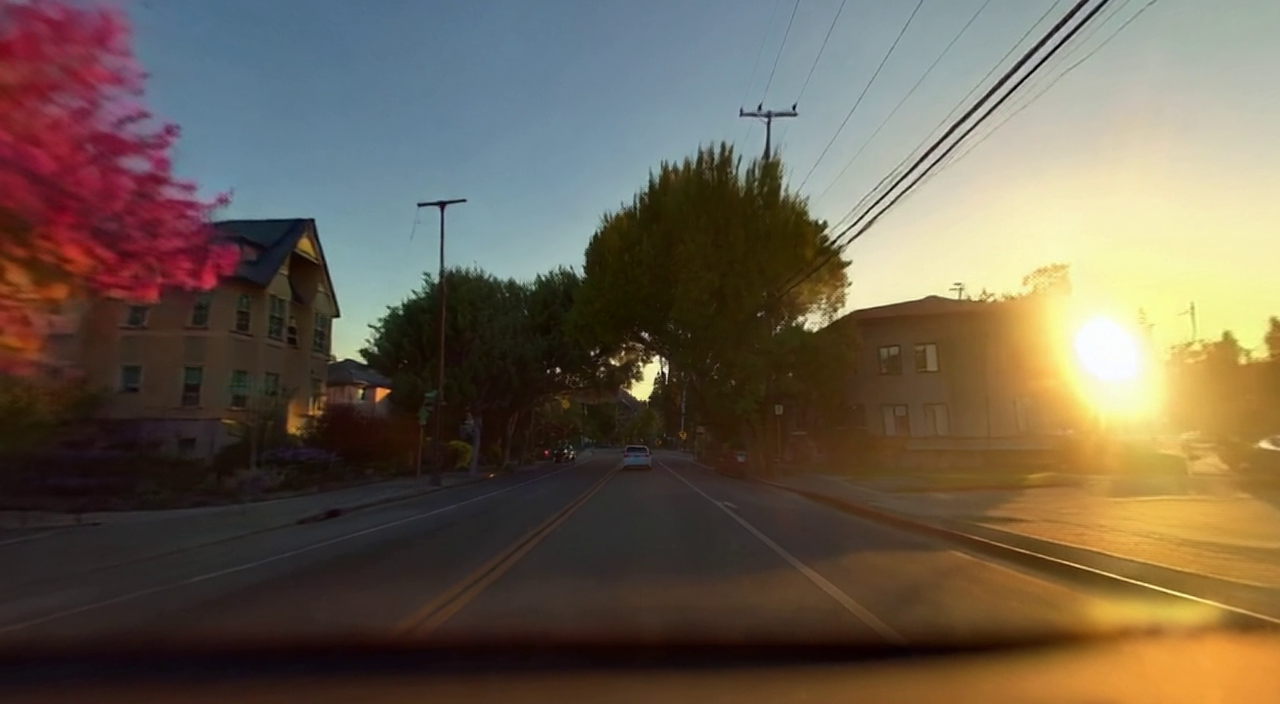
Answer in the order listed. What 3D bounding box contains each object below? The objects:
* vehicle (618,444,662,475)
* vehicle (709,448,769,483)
[{"bbox_3d":[-0.011,5.499,32.484,2.104,1.500,3.815,0,-8,0],"label":"vehicle"},{"bbox_3d":[4.545,5.278,29.723,1.977,1.481,5.155,0,-8,0],"label":"vehicle"}]
